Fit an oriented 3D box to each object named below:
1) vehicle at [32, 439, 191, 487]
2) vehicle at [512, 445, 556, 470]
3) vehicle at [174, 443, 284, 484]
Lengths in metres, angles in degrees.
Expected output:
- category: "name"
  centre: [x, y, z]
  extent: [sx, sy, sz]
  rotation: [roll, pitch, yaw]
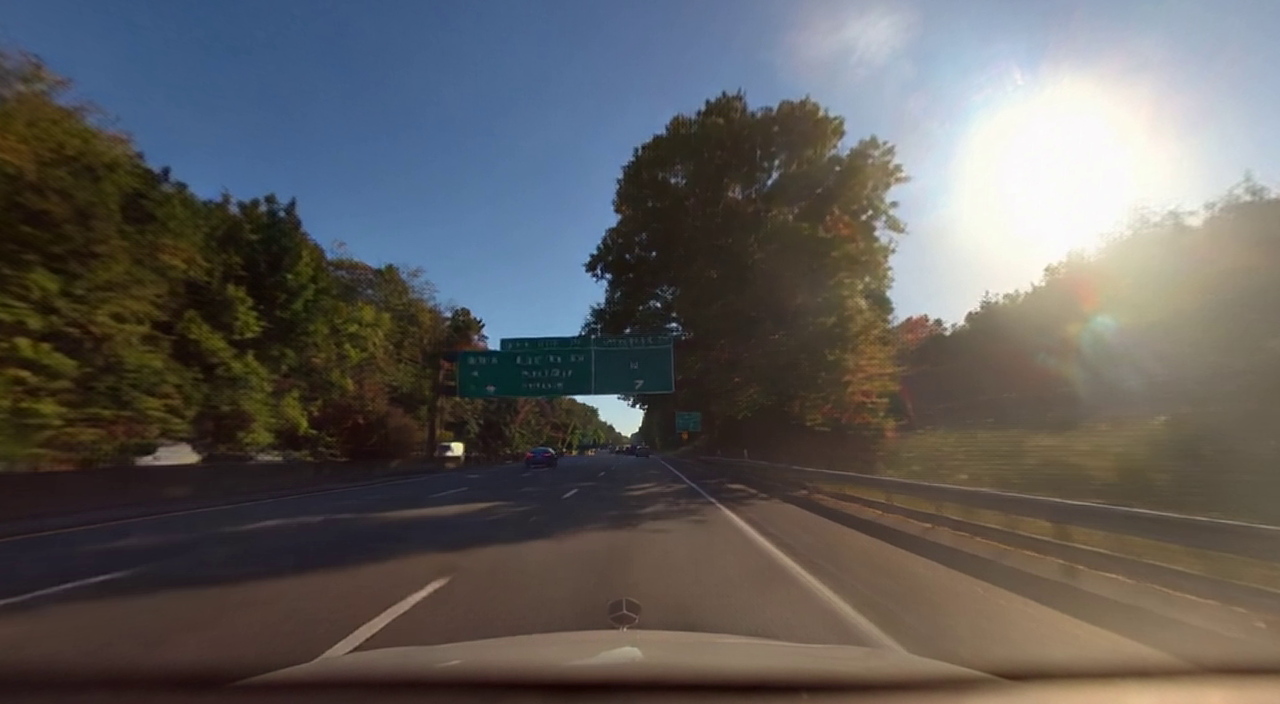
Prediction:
- category: "vehicle"
  centre: [-25.130, 5.272, 30.380]
  extent: [2.409, 2.043, 5.924]
  rotation: [0, -9, 1]
- category: "vehicle"
  centre: [-7.079, 7.110, 42.571]
  extent: [2.094, 1.579, 4.655]
  rotation: [0, -9, 1]
- category: "vehicle"
  centre: [-17.961, 4.875, 27.801]
  extent: [1.915, 1.629, 4.208]
  rotation: [0, -9, 2]
